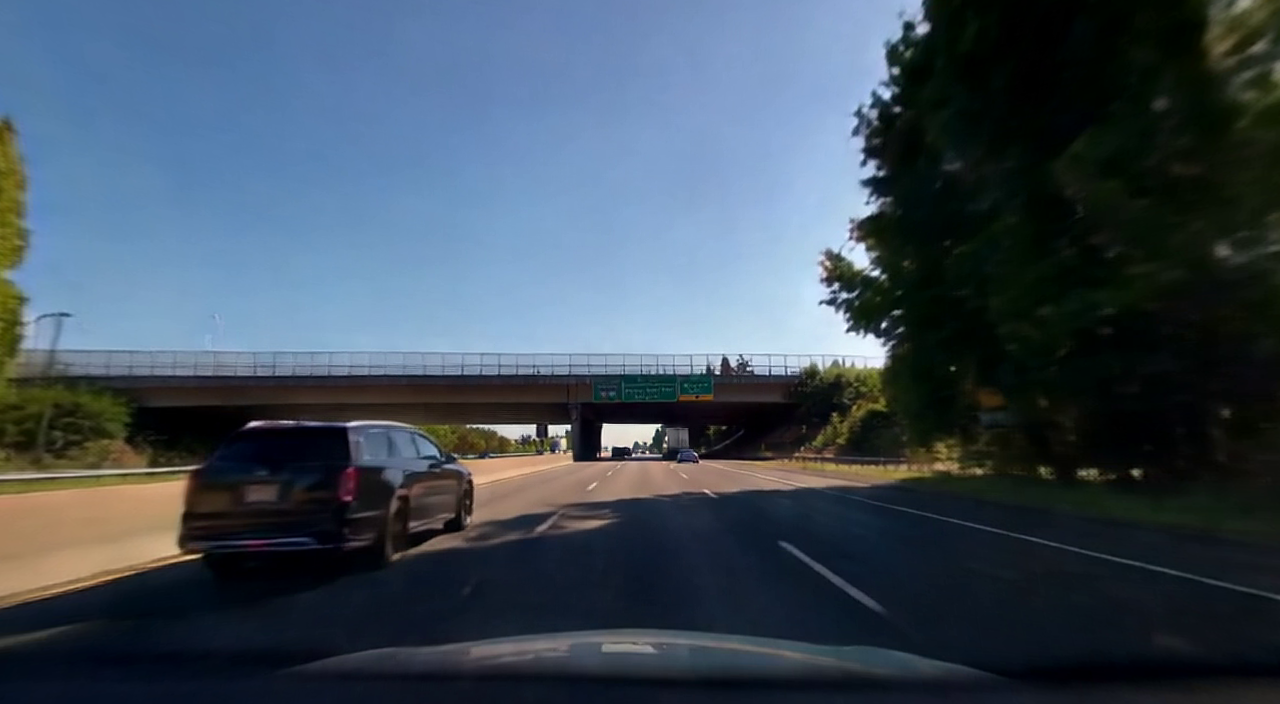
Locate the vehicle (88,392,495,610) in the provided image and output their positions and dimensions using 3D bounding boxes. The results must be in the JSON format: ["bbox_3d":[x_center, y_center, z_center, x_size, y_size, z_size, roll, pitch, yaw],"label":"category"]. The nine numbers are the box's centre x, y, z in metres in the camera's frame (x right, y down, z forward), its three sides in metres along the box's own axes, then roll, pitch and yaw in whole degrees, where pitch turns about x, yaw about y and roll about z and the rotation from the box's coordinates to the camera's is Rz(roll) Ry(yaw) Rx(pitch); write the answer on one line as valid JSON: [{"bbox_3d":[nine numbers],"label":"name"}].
[{"bbox_3d":[-3.408,1.576,7.541,2.238,1.792,4.518,0,-9,0],"label":"vehicle"}]
